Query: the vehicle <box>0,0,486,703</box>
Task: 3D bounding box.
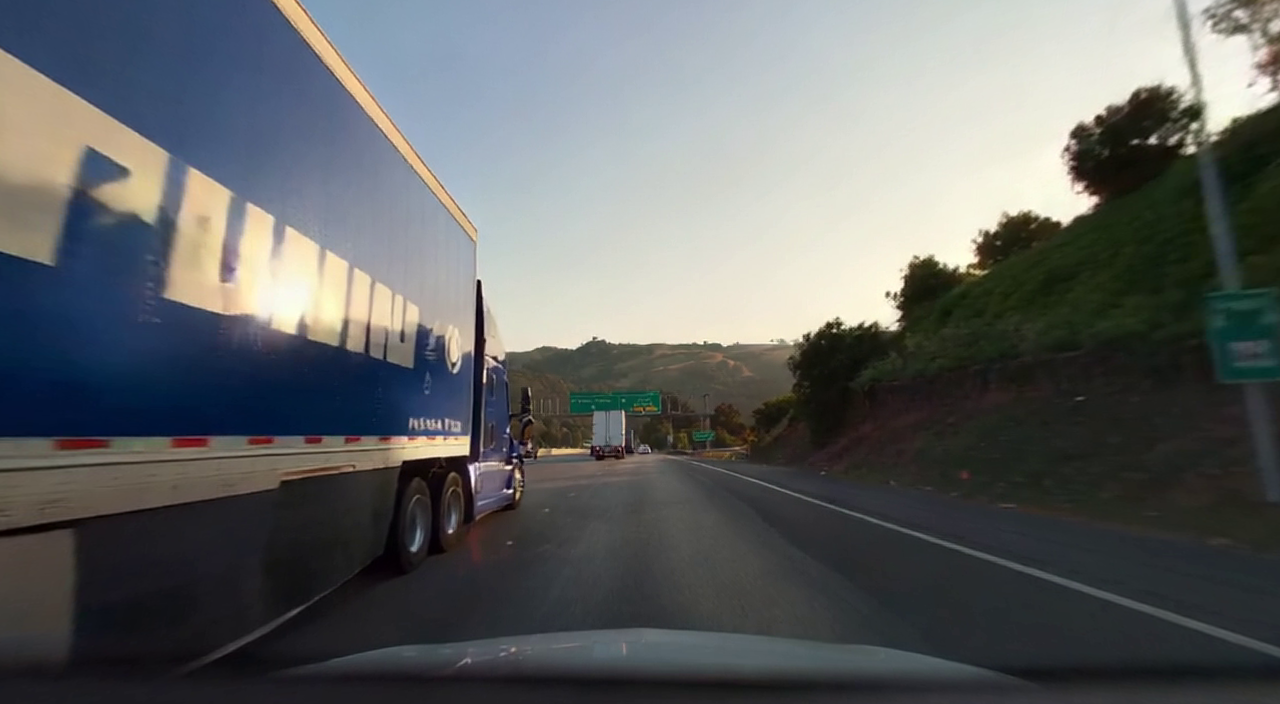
[{"bbox_3d":[-3.451,-0.369,1.021,2.963,4.128,13.357,0,-8,0],"label":"vehicle"}]
